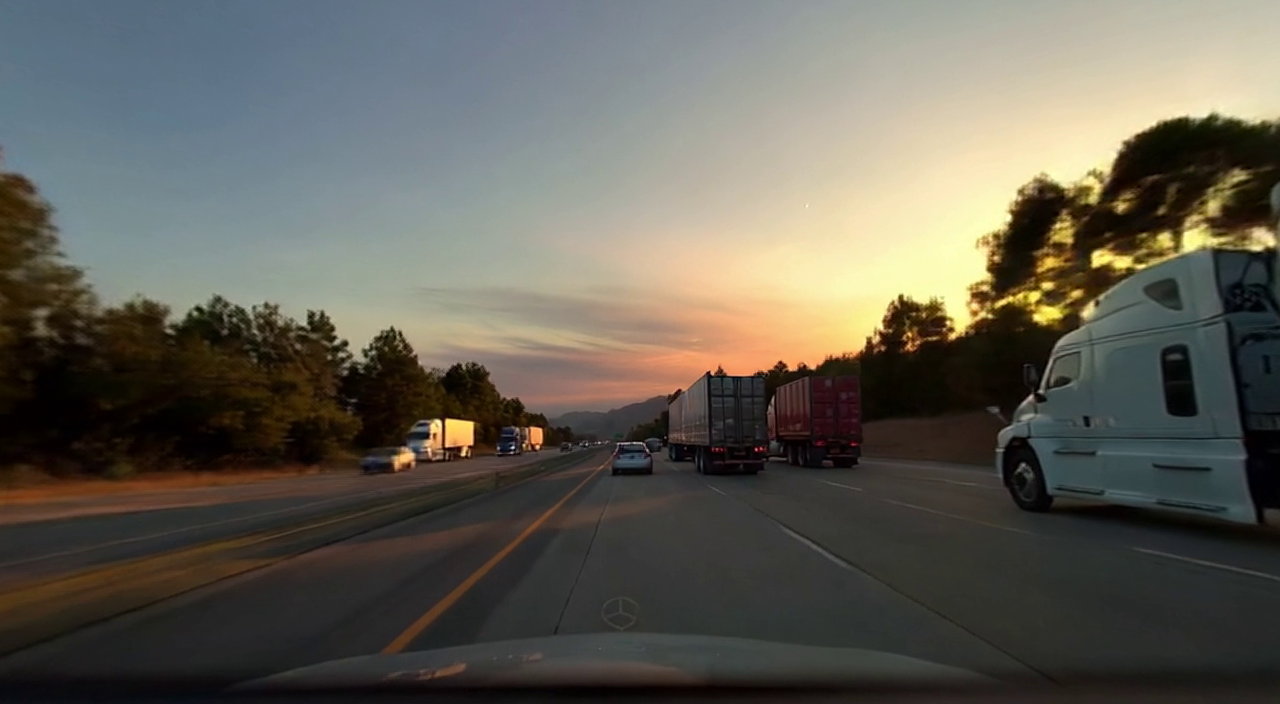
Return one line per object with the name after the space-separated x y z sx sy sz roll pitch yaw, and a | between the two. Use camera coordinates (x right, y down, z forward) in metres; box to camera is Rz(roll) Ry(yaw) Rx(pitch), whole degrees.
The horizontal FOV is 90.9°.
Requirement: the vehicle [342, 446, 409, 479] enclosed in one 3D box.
-12.790 5.357 30.718 1.767 1.442 3.559 0 -8 -1 | vehicle

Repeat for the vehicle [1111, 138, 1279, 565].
8.171 -0.686 1.318 3.110 4.308 14.260 0 -8 -1 | vehicle

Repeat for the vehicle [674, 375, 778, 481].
3.711 3.878 31.683 2.888 4.099 14.183 0 -8 -2 | vehicle

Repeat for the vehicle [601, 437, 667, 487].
-0.238 3.633 21.208 2.038 1.477 3.773 0 -8 -2 | vehicle

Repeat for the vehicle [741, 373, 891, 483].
7.731 3.780 30.771 2.876 4.111 14.145 0 -8 -2 | vehicle
